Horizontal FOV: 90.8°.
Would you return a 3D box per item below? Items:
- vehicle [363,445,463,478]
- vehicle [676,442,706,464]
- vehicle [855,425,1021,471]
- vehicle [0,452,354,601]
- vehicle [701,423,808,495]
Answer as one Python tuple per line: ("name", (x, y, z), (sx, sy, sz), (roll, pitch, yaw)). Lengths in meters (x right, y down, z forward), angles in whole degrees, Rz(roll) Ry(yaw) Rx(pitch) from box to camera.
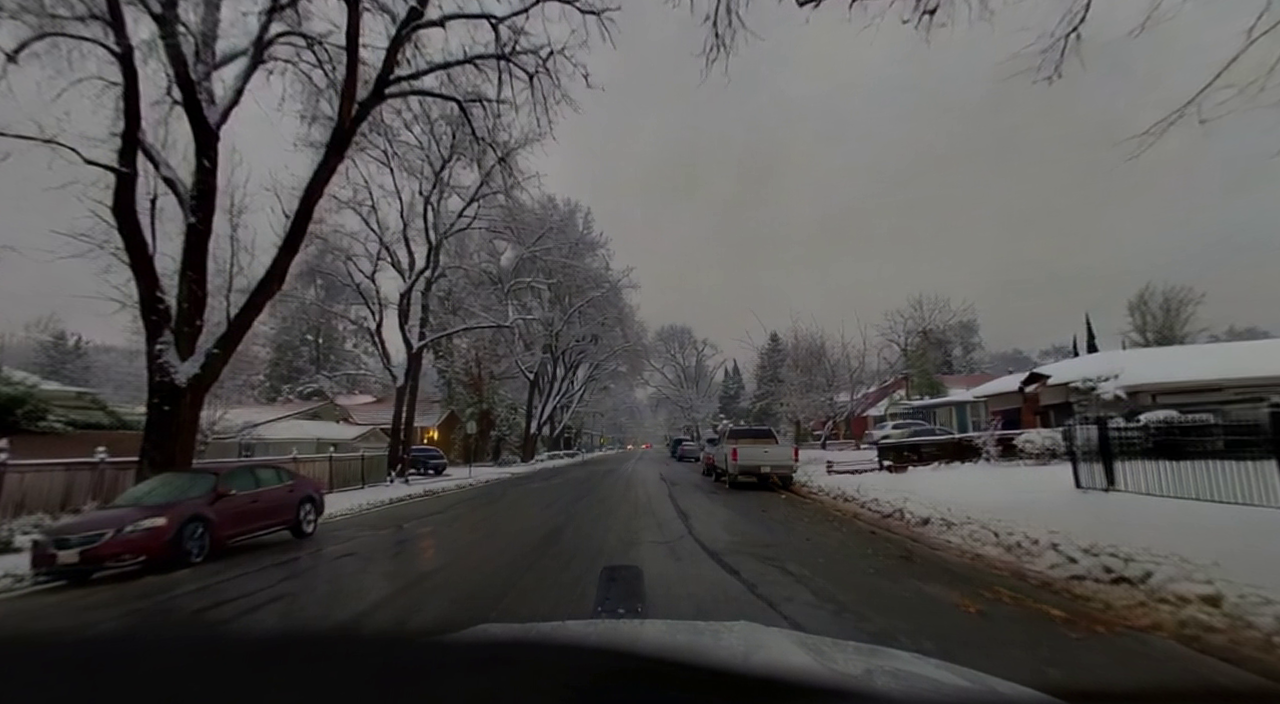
("vehicle", (-12.917, 6.215, 36.138), (4.928, 1.797, 1.981), (-1, -9, 2))
("vehicle", (3.692, 7.445, 46.735), (2.016, 1.567, 4.228), (-1, -8, 2))
("vehicle", (10.601, 3.495, 22.893), (5.041, 1.486, 1.969), (-3, -9, 13))
("vehicle", (-6.250, 2.298, 9.232), (2.099, 1.399, 4.357), (-4, -8, 1))
("vehicle", (3.293, 3.225, 19.391), (2.241, 1.875, 5.059), (0, -8, -1))
